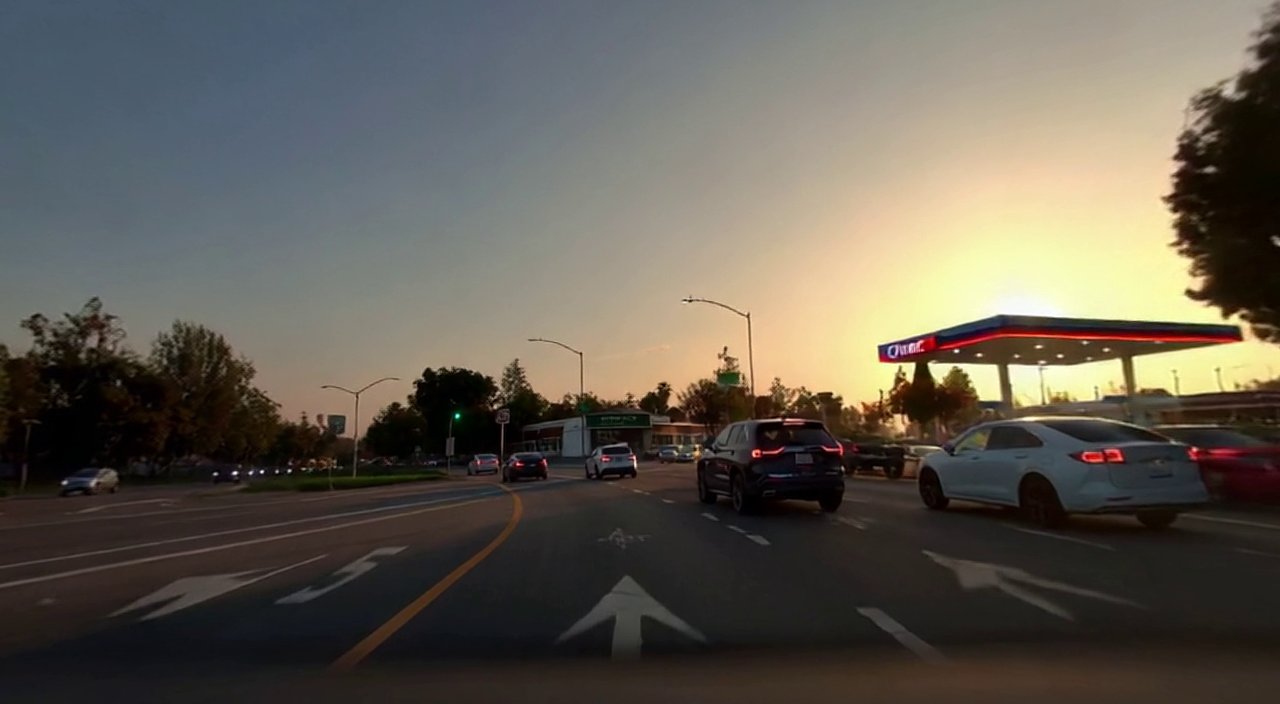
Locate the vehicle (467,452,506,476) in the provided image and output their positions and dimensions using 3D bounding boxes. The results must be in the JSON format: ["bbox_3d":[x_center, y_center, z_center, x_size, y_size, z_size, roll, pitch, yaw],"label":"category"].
[{"bbox_3d":[-11.456,8.286,46.887,2.193,1.609,3.874,3,-9,-21],"label":"vehicle"}]

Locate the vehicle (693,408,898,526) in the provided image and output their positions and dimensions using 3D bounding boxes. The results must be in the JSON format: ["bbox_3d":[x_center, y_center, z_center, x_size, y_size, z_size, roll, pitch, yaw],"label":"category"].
[{"bbox_3d":[2.599,2.111,12.071,2.184,1.777,4.712,1,-9,-8],"label":"vehicle"}]

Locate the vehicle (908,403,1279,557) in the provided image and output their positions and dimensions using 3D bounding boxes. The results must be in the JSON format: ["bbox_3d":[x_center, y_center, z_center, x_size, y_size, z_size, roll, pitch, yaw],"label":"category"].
[{"bbox_3d":[5.772,1.669,8.866,1.881,1.604,4.289,1,-8,-4],"label":"vehicle"}]

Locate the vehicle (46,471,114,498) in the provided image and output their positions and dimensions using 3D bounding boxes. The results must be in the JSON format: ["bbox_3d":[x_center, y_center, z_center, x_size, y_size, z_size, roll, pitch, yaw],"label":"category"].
[{"bbox_3d":[-37.178,8.759,41.980,1.788,1.479,4.506,3,-9,-21],"label":"vehicle"}]

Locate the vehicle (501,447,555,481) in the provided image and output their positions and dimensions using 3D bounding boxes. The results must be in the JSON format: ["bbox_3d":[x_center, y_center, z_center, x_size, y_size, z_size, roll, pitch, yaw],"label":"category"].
[{"bbox_3d":[-5.531,5.404,30.781,2.107,1.527,4.174,2,-9,-16],"label":"vehicle"}]

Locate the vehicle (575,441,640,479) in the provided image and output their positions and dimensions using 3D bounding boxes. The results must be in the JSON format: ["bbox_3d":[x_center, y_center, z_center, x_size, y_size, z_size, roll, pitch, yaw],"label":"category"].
[{"bbox_3d":[-1.579,4.971,29.218,2.012,1.612,4.114,3,-9,-17],"label":"vehicle"}]
